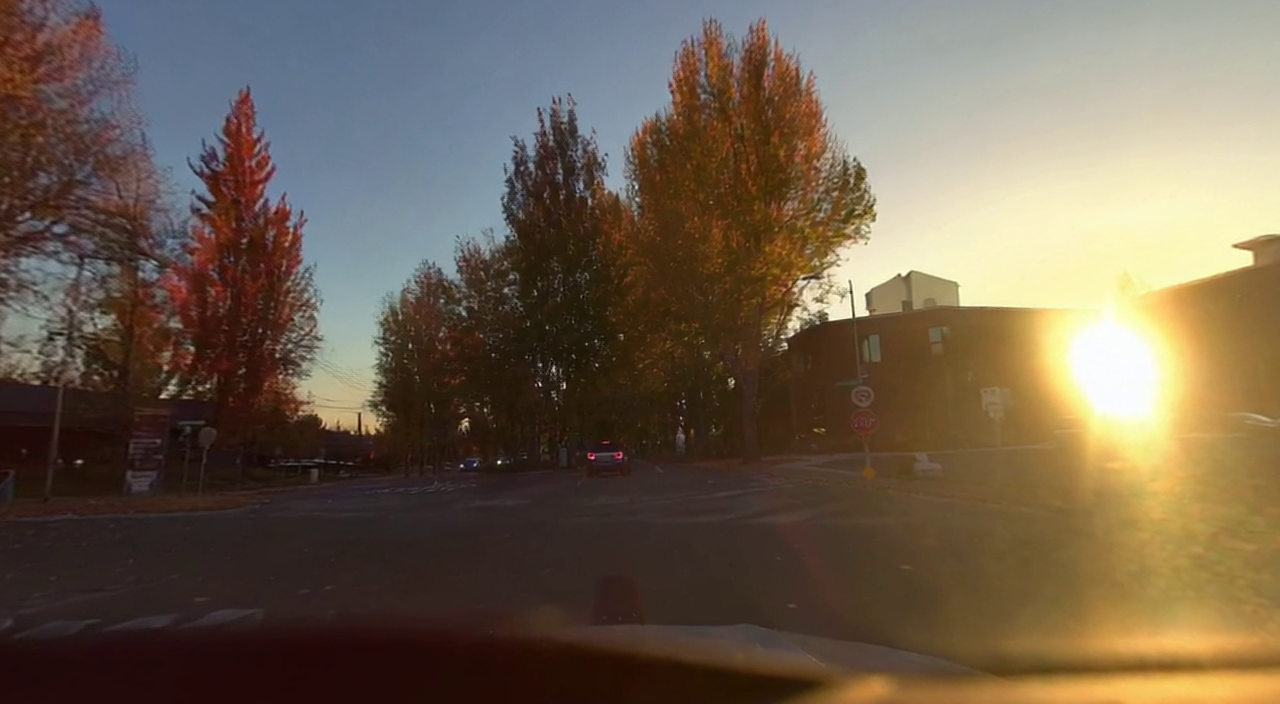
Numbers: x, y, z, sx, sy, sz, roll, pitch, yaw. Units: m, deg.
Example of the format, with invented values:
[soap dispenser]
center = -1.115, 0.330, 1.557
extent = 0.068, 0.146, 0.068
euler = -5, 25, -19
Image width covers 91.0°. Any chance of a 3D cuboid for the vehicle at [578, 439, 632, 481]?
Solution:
[vehicle]
center = -1.733, 5.681, 33.425
extent = 2.284, 2.012, 5.607
euler = -1, -9, 3
